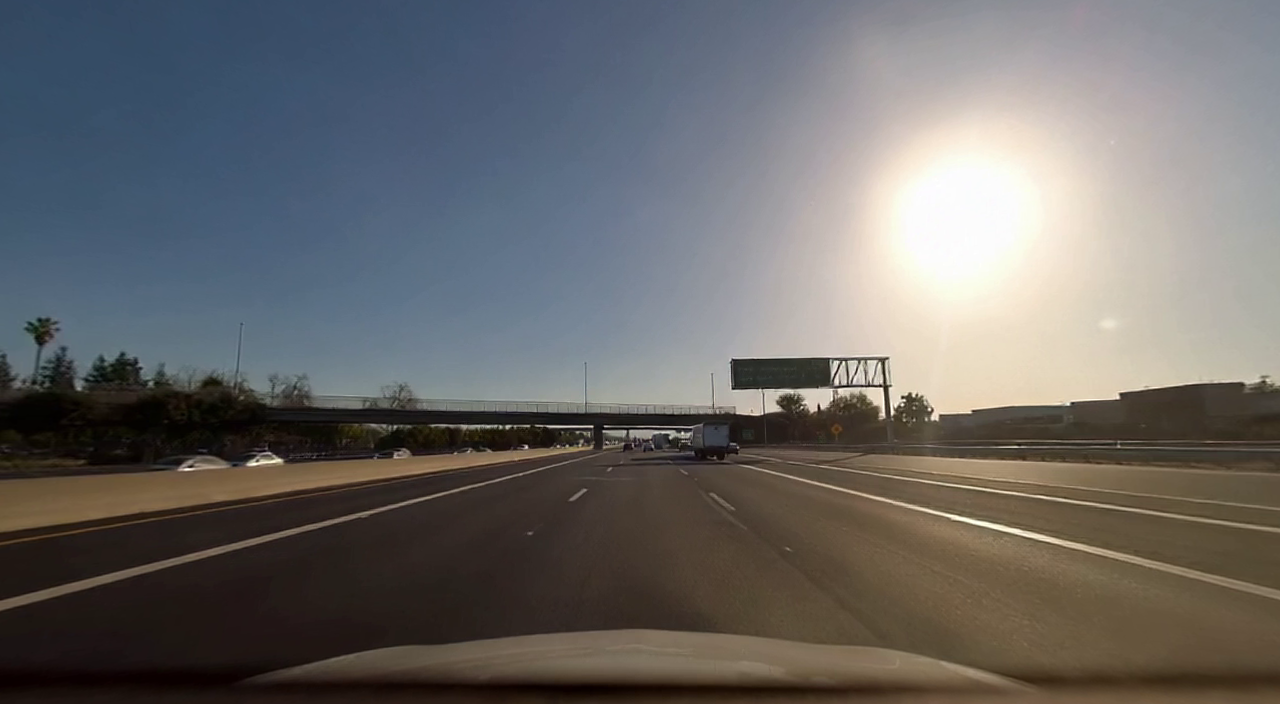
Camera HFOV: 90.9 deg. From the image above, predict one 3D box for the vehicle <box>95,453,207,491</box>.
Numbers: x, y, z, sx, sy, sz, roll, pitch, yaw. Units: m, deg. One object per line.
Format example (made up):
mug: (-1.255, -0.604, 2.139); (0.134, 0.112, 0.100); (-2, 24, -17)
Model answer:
vehicle: (-23.498, 5.732, 30.531); (1.928, 1.618, 4.351); (0, -8, 0)

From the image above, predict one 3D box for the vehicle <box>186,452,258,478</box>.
vehicle: (-30.933, 8.323, 46.837); (2.165, 1.749, 4.673); (0, -8, 0)
